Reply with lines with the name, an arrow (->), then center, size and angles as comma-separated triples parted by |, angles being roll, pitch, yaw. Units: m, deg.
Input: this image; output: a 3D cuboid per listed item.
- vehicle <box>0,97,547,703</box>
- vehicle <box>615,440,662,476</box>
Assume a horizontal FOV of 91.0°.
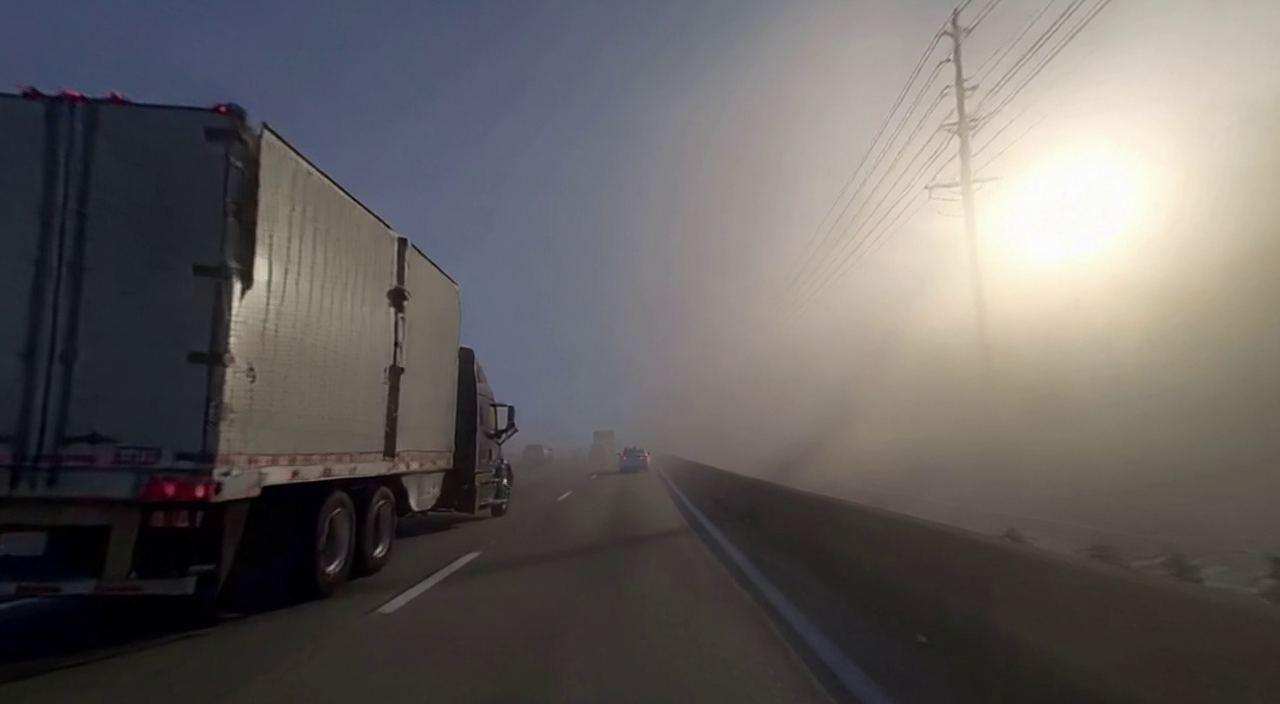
vehicle -> -3.483, 0.904, 7.737 | 3.023, 3.246, 9.102 | 0, -9, 2
vehicle -> -0.068, 5.260, 31.463 | 2.178, 1.640, 4.071 | 0, -9, 0
